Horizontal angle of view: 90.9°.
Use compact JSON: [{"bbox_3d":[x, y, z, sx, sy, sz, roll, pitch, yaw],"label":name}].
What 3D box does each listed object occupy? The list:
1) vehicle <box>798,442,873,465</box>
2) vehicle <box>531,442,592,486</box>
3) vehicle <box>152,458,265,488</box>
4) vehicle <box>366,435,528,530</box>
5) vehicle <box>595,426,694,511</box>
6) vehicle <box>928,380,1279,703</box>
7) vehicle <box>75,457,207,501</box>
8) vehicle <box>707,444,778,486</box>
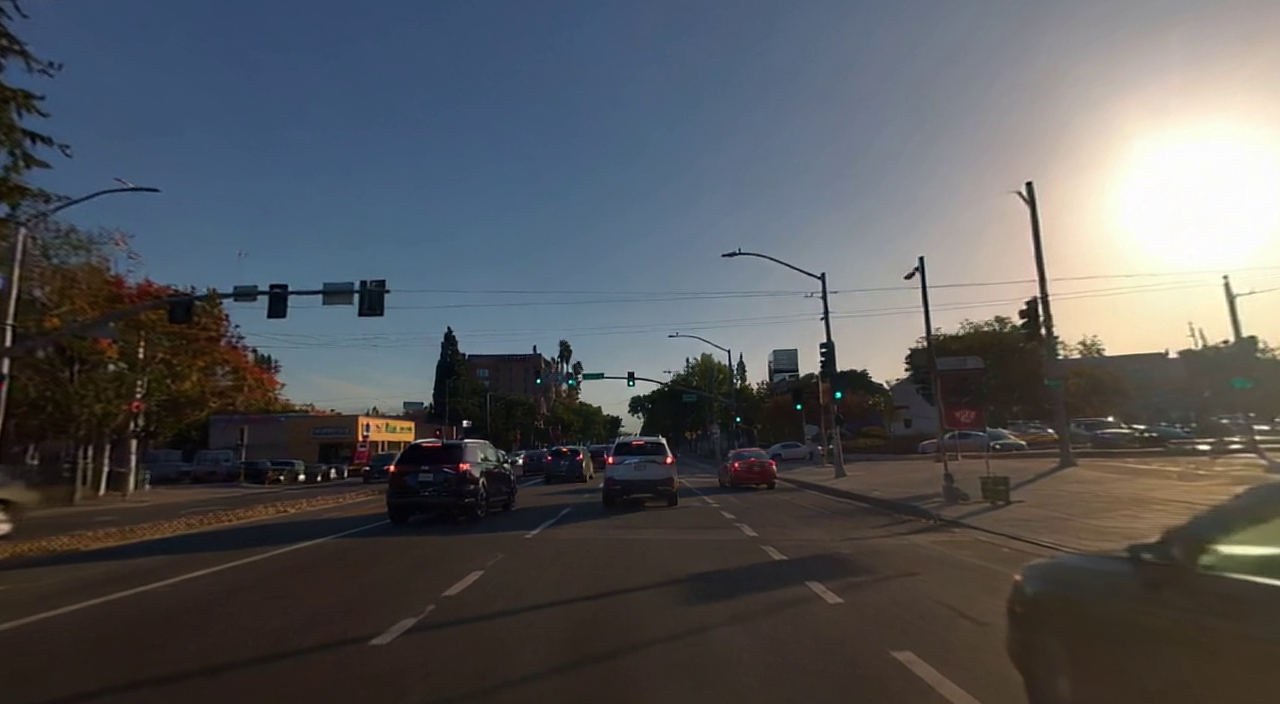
[{"bbox_3d":[13.904,7.215,44.845,4.736,1.526,1.878,2,-9,-16],"label":"vehicle"},{"bbox_3d":[-3.127,4.535,25.884,1.894,1.642,3.861,0,-8,2],"label":"vehicle"},{"bbox_3d":[-29.618,8.289,43.512,2.021,1.802,5.987,-5,-10,31],"label":"vehicle"},{"bbox_3d":[-3.691,2.546,12.957,1.886,1.599,4.247,0,-8,1],"label":"vehicle"},{"bbox_3d":[0.118,2.731,15.215,2.075,1.770,4.018,0,-8,1],"label":"vehicle"},{"bbox_3d":[2.953,0.854,1.990,2.030,1.492,4.383,0,-8,0],"label":"vehicle"},{"bbox_3d":[-24.248,6.157,30.971,1.919,1.831,5.335,0,-8,2],"label":"vehicle"},{"bbox_3d":[3.913,4.378,24.843,1.986,1.457,4.566,0,-8,-1],"label":"vehicle"}]
